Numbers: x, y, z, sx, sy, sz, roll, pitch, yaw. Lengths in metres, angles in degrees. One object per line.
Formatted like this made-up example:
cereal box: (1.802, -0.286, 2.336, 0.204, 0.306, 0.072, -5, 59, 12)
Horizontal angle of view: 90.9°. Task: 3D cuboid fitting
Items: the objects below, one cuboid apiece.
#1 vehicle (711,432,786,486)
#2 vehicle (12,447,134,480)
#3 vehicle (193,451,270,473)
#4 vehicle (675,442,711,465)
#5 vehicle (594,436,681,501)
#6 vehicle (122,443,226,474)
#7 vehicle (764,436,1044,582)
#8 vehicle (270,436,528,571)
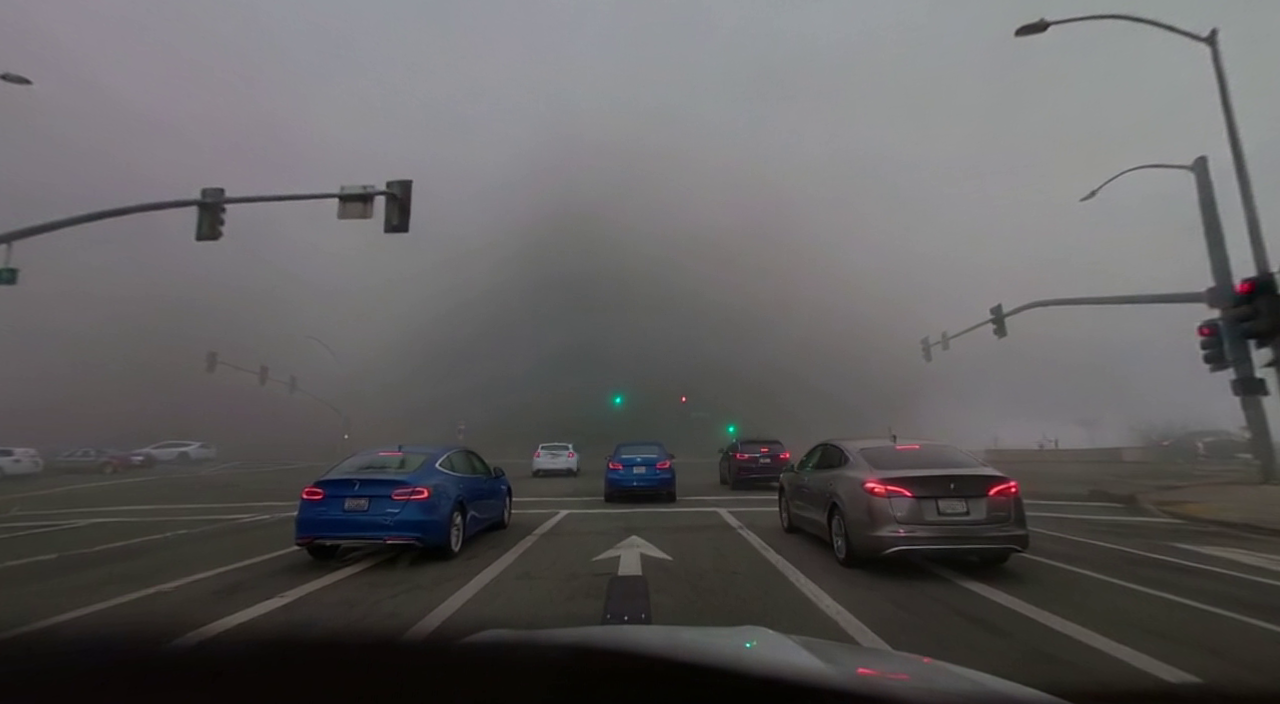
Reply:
vehicle: (3.768, 3.796, 22.570, 1.938, 1.732, 4.006, 0, -8, 0)
vehicle: (-30.306, 5.962, 33.785, 4.427, 1.629, 2.213, -1, -8, 3)
vehicle: (-28.811, 7.761, 44.456, 4.349, 1.429, 1.819, -2, -9, 8)
vehicle: (3.922, 7.637, 47.521, 2.138, 1.624, 4.417, 0, -8, -3)
vehicle: (-0.189, 3.190, 17.708, 2.144, 1.563, 4.218, 0, -9, -3)
vehicle: (-29.199, 6.676, 39.597, 4.916, 1.793, 2.082, -1, -8, 3)
vehicle: (3.262, 1.983, 9.050, 1.951, 1.522, 4.614, 0, -8, -1)
vehicle: (-3.102, 2.027, 9.313, 2.015, 1.478, 4.407, 0, -8, 1)
